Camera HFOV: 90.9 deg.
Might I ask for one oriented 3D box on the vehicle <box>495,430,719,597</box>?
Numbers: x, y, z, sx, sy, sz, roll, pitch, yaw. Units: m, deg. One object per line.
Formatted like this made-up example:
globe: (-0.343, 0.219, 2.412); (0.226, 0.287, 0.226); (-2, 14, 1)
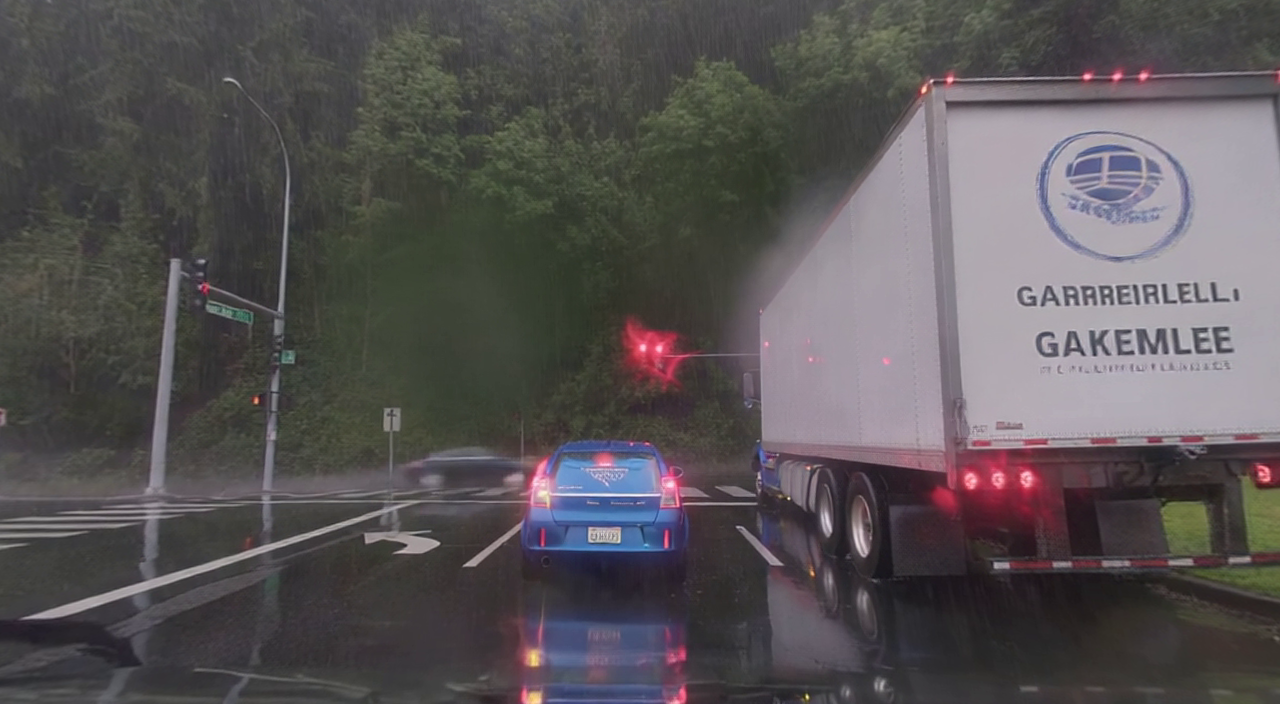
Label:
vehicle: (-0.329, 1.709, 7.424); (1.975, 1.457, 3.526); (0, -9, -1)

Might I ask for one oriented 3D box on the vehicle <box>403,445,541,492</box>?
vehicle: (-6.242, 4.376, 23.989); (4.839, 1.659, 1.877); (1, -9, -8)

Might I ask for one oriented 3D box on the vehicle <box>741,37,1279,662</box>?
vehicle: (3.515, 0.595, 8.575); (2.884, 3.753, 9.763); (0, -9, 2)
